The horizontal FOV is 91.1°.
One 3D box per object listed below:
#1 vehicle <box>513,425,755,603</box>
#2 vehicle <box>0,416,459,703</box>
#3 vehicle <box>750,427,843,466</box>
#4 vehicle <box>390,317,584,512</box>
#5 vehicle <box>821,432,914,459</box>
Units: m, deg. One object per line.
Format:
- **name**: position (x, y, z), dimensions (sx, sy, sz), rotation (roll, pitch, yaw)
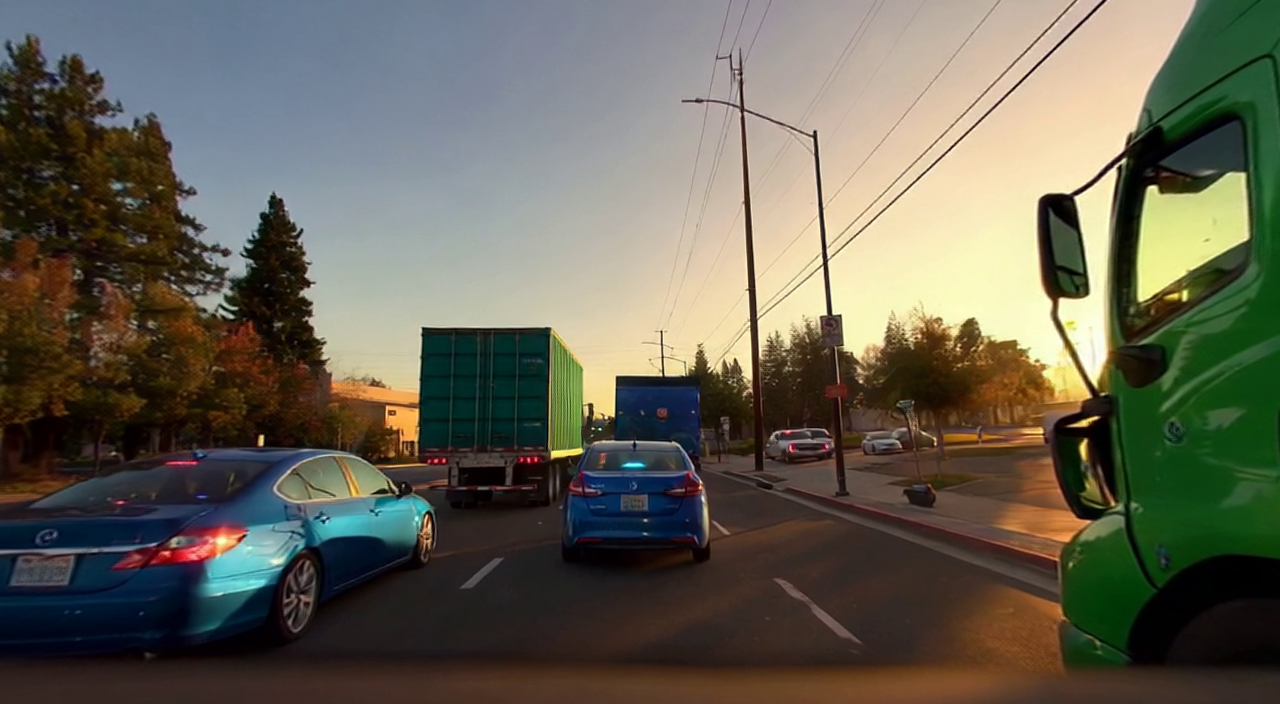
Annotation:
- **vehicle**: position (-0.096, 1.691, 7.493), dimensions (2.067, 1.506, 4.118), rotation (0, -8, -1)
- **vehicle**: position (-3.097, 1.359, 5.070), dimensions (1.969, 1.471, 4.378), rotation (0, -8, 0)
- **vehicle**: position (8.020, 4.915, 32.690), dimensions (2.061, 1.845, 4.829), rotation (4, -9, -25)
- **vehicle**: position (-3.261, 1.698, 15.752), dimensions (3.020, 3.800, 7.105), rotation (0, -8, 0)
- **vehicle**: position (12.843, 5.327, 35.671), dimensions (4.574, 1.478, 1.880), rotation (0, -8, 3)
